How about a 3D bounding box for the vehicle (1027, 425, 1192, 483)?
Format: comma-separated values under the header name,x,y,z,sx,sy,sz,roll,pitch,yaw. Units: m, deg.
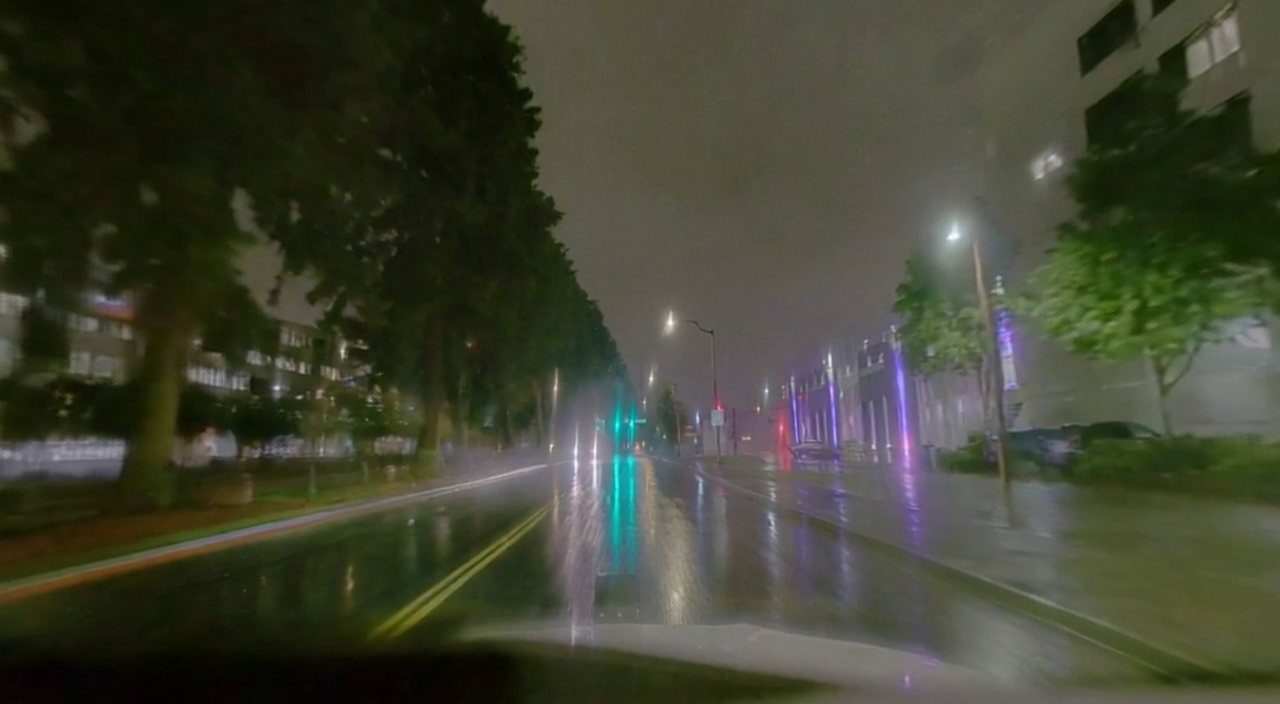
name,x,y,z,sx,sy,sz,roll,pitch,yaw
vehicle,14.491,3.143,19.575,3.627,1.567,1.774,-2,-7,1
